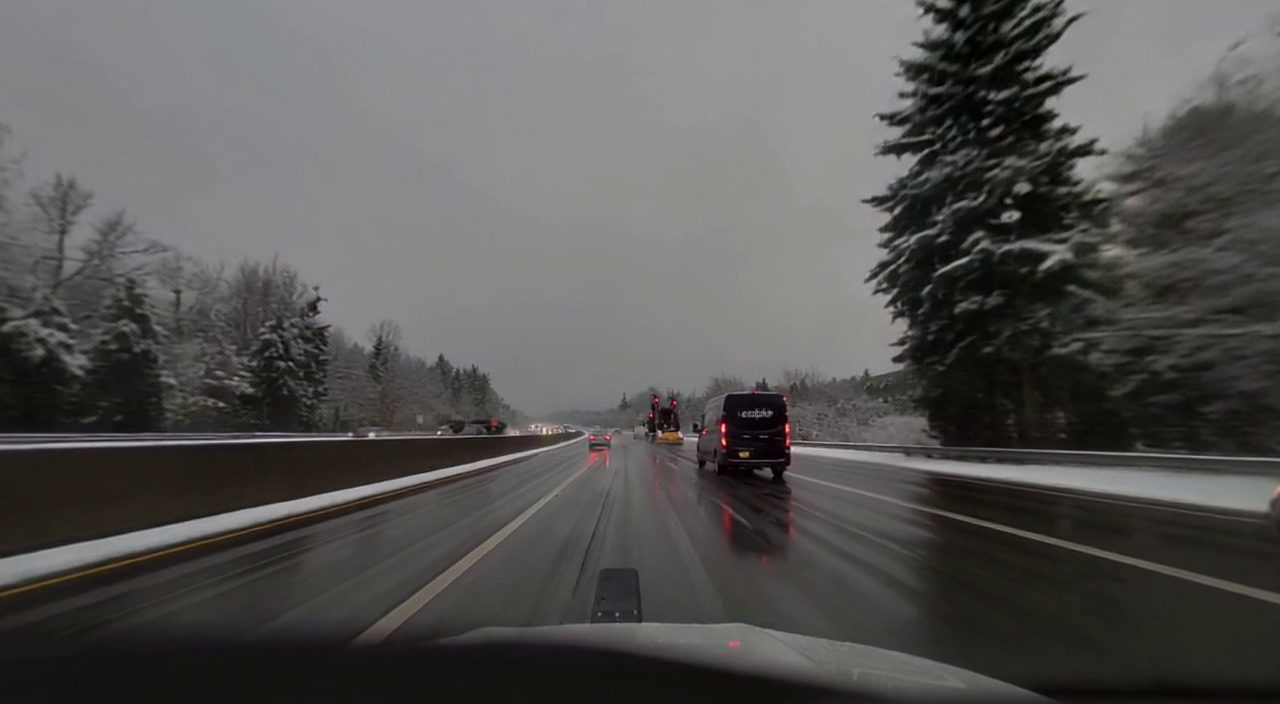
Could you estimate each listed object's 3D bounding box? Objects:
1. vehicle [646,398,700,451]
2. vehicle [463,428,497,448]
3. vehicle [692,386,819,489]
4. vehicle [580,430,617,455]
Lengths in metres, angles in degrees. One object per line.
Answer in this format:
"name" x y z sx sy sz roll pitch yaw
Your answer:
"vehicle" 2.403 5.784 49.368 2.912 3.738 10.123 1 -8 -4
"vehicle" -12.601 6.788 49.873 1.781 1.459 4.003 1 -8 -2
"vehicle" 3.108 2.510 18.576 2.386 2.509 5.880 0 -8 -2
"vehicle" -2.602 5.851 40.666 2.217 1.502 4.222 0 -8 -1
